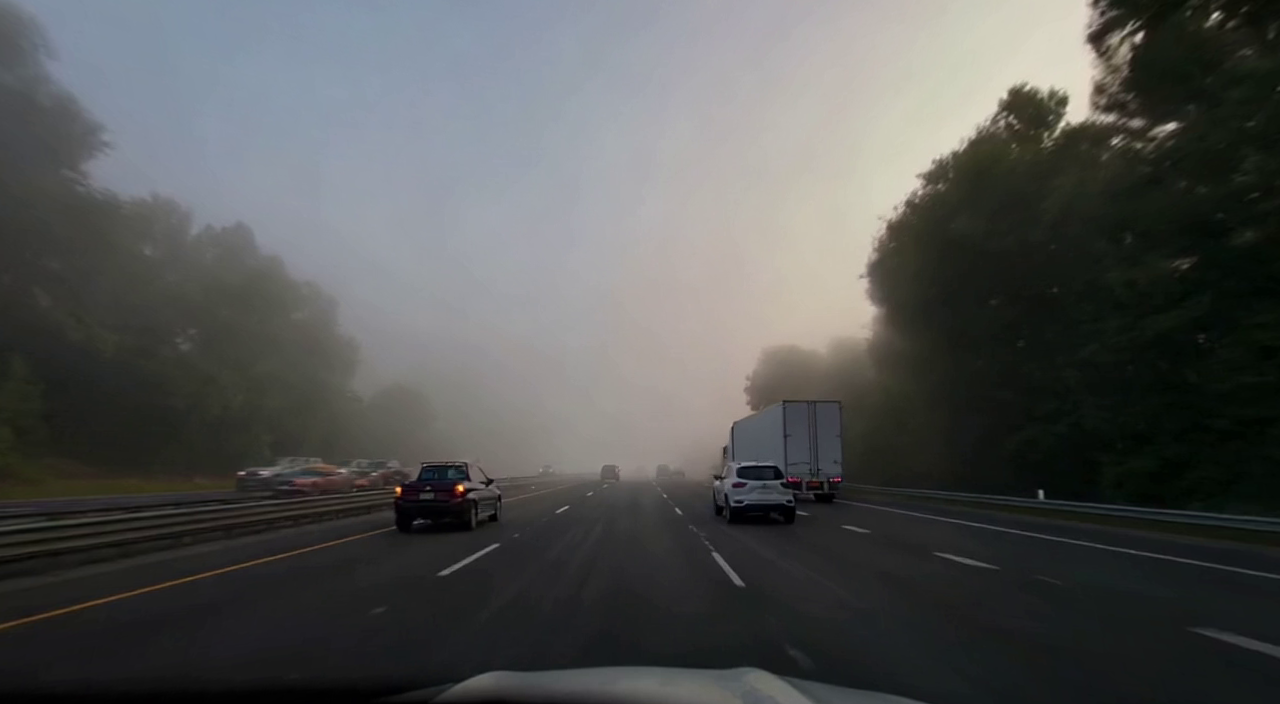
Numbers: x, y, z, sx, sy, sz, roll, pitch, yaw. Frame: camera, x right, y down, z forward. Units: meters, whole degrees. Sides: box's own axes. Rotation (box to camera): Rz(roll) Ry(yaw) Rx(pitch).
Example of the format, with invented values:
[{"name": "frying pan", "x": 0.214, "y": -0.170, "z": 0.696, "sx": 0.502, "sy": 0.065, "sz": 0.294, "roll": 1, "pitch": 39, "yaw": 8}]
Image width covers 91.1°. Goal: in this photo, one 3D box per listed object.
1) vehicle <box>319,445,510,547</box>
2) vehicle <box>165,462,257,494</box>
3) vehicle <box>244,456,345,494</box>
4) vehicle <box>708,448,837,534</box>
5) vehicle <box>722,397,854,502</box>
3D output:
[{"name": "vehicle", "x": -3.970, "y": 2.636, "z": 11.983, "sx": 2.025, "sy": 1.547, "sz": 4.150, "roll": 1, "pitch": -10, "yaw": 1}, {"name": "vehicle", "x": -23.153, "y": 6.812, "z": 34.099, "sx": 1.963, "sy": 1.602, "sz": 4.151, "roll": 1, "pitch": -10, "yaw": 0}, {"name": "vehicle", "x": -15.500, "y": 5.535, "z": 28.516, "sx": 1.944, "sy": 1.539, "sz": 4.598, "roll": 1, "pitch": -10, "yaw": 0}, {"name": "vehicle", "x": 2.956, "y": 3.252, "z": 15.161, "sx": 2.050, "sy": 1.708, "sz": 4.457, "roll": 1, "pitch": -10, "yaw": -1}, {"name": "vehicle", "x": 7.031, "y": 5.451, "z": 33.787, "sx": 2.883, "sy": 4.151, "sz": 17.144, "roll": 1, "pitch": -10, "yaw": 0}]
